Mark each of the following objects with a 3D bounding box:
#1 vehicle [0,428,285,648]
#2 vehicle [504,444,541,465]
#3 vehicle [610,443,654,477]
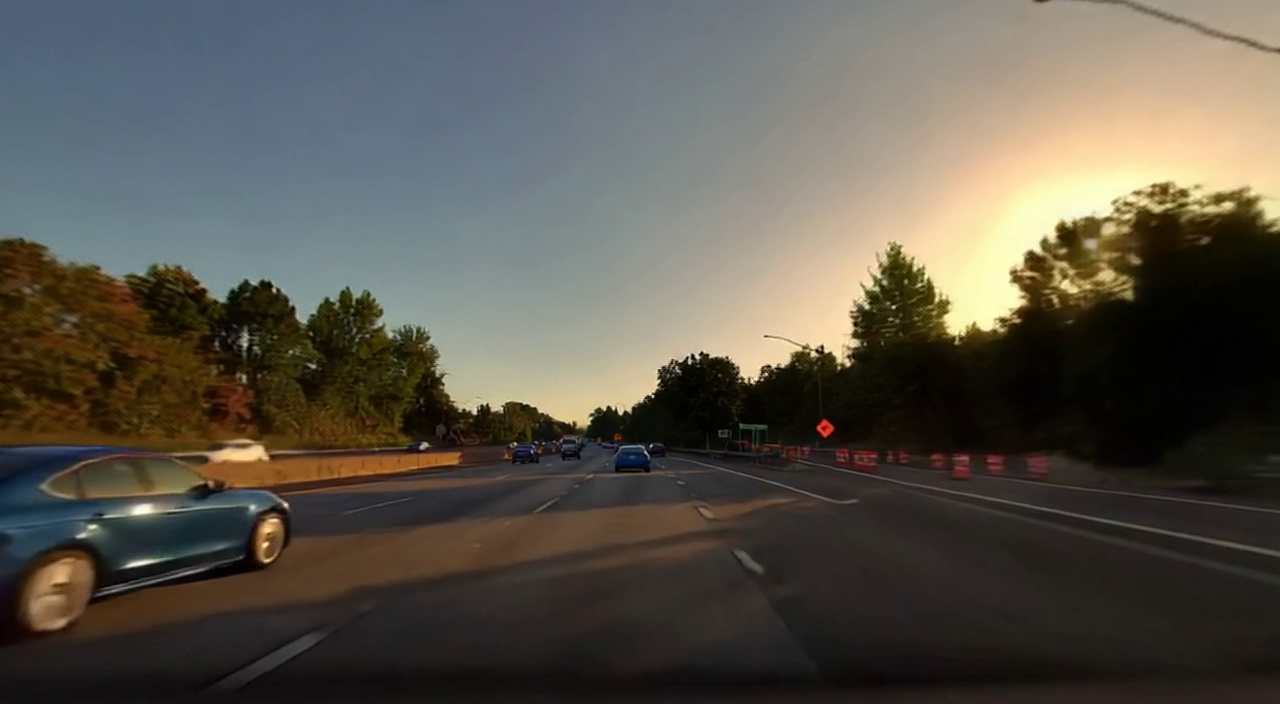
[{"bbox_3d":[-5.144,1.345,4.992,2.001,1.415,4.360,0,-8,2],"label":"vehicle"},{"bbox_3d":[-8.604,7.540,46.327,1.946,1.472,4.472,0,-8,0],"label":"vehicle"},{"bbox_3d":[-0.364,5.125,30.189,1.963,1.462,4.681,0,-8,0],"label":"vehicle"}]
